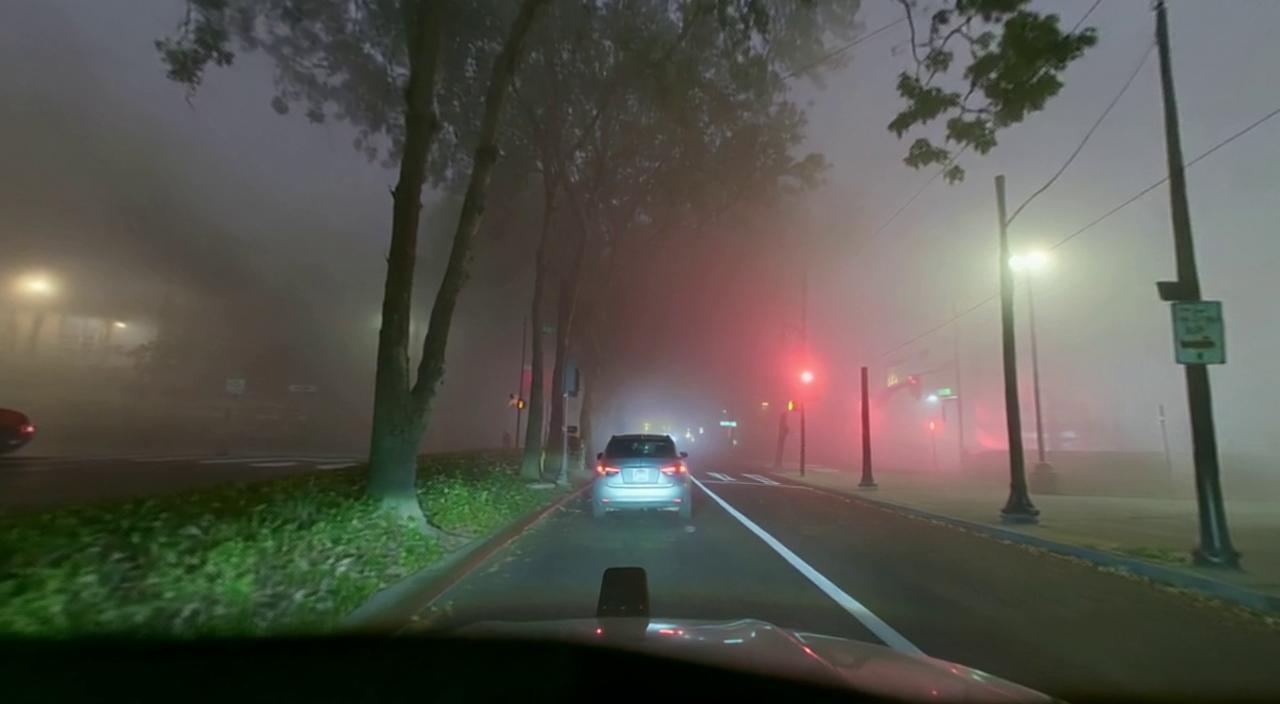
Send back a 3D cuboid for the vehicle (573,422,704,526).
[{"bbox_3d":[-0.073,2.219,11.966,2.079,1.621,3.861,0,-8,-1],"label":"vehicle"}]
